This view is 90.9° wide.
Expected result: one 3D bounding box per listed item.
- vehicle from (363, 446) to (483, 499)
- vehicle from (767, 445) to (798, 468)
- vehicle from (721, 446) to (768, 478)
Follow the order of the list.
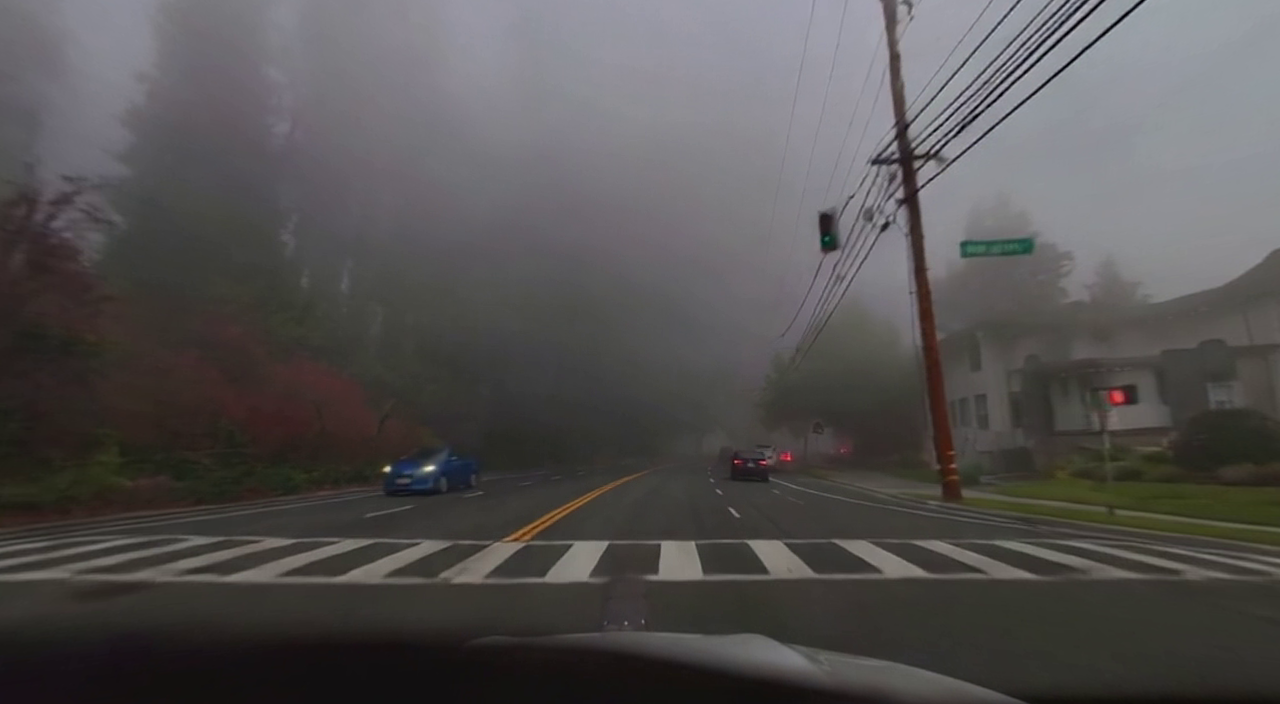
[{"bbox_3d":[-6.642,3.719,19.906,1.985,1.463,4.294,-1,-8,5],"label":"vehicle"},{"bbox_3d":[10.980,8.055,48.715,2.027,1.674,4.256,-1,-8,9],"label":"vehicle"},{"bbox_3d":[5.360,5.667,32.764,1.951,1.479,4.487,-1,-8,4],"label":"vehicle"}]
